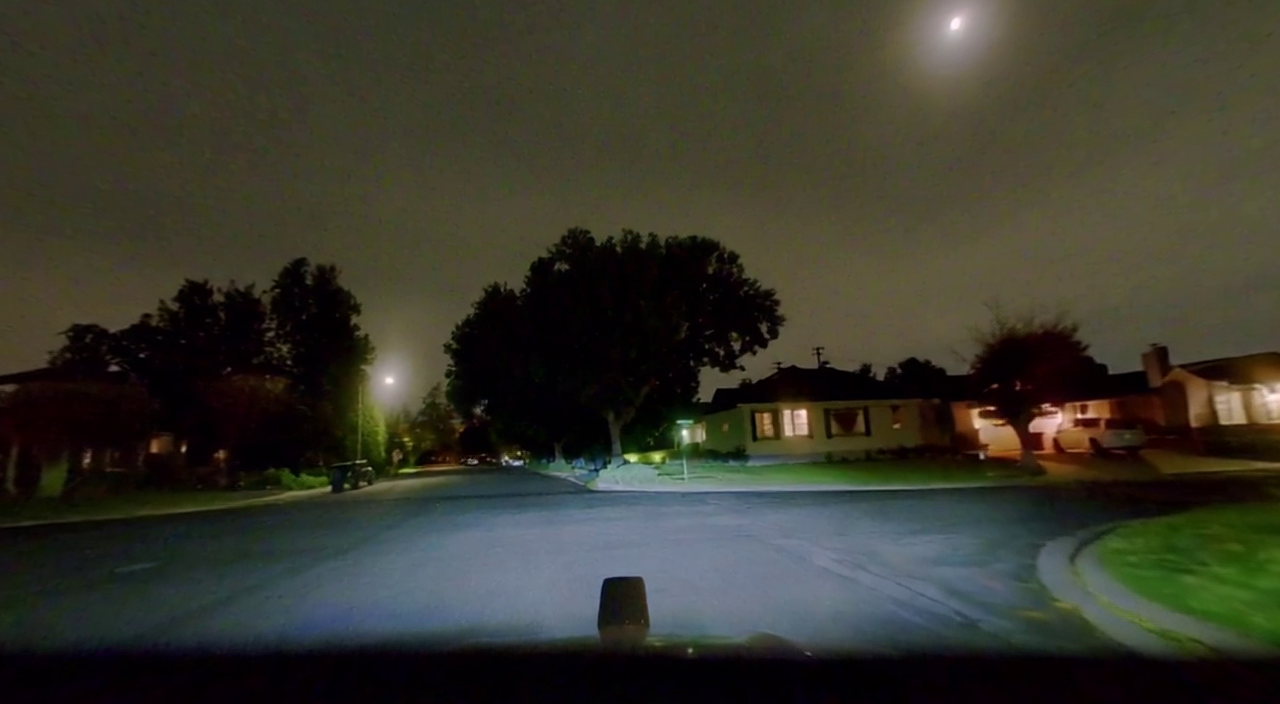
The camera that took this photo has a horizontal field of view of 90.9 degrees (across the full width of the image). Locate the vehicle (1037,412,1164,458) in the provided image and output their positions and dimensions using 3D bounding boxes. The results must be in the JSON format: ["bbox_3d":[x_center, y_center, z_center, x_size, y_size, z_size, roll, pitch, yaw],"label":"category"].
[{"bbox_3d":[20.053,3.694,27.809,1.992,1.813,5.079,-1,-8,3],"label":"vehicle"}]
